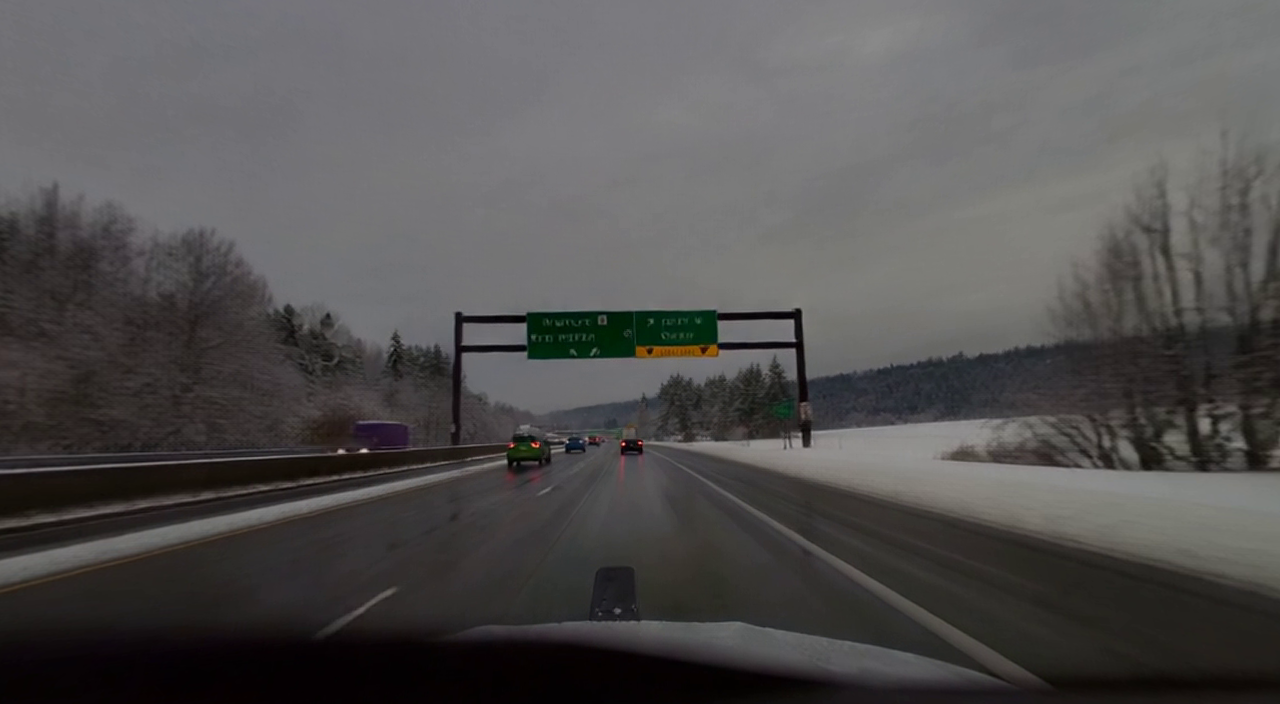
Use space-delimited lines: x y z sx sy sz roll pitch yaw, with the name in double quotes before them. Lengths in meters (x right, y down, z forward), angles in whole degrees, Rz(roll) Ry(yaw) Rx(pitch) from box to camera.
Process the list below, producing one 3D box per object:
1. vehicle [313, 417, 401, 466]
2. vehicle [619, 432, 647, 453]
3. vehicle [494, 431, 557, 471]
"vehicle" -17.915 5.726 40.378 2.615 2.860 6.648 0 -8 -1
"vehicle" -0.549 7.030 48.879 2.139 1.561 4.060 0 -8 -1
"vehicle" -4.607 4.028 25.963 1.959 1.514 3.668 0 -8 -1
